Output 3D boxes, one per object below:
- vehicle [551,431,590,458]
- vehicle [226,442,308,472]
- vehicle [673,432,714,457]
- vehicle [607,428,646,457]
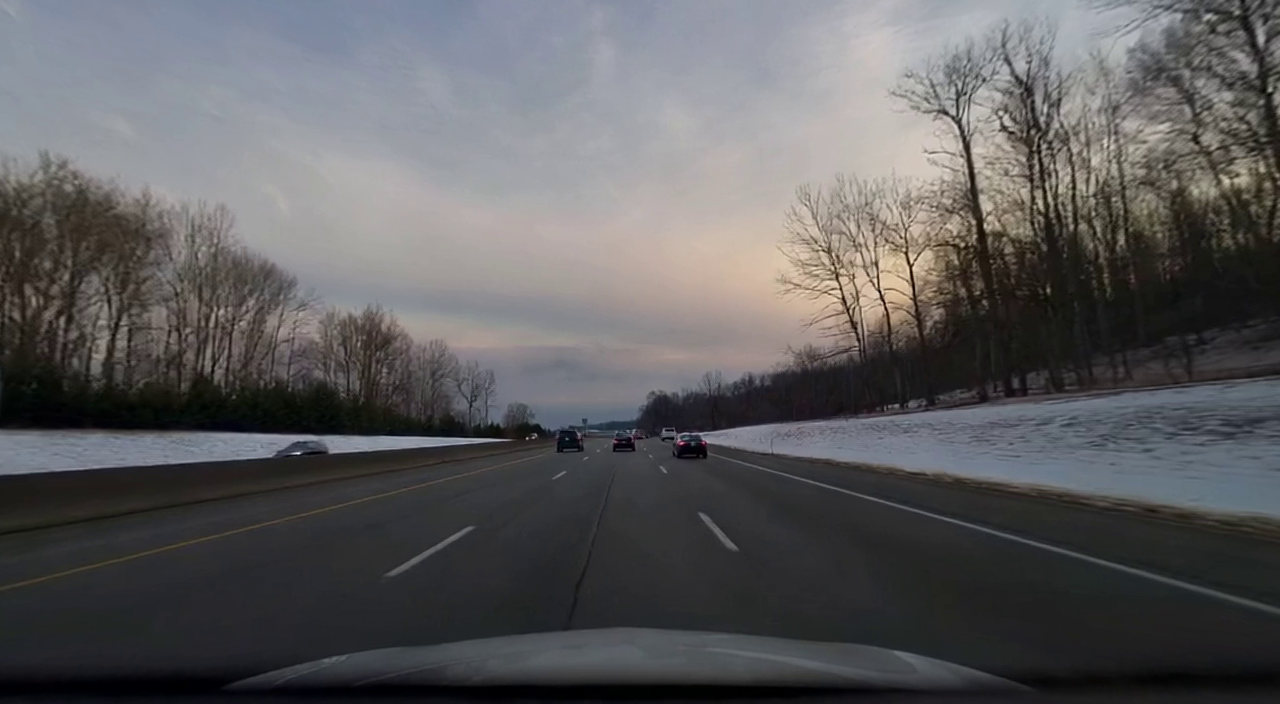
[{"bbox_3d":[-4.230,5.662,38.732,2.041,1.546,4.080,0,-8,-1],"label":"vehicle"},{"bbox_3d":[-21.281,5.982,36.129,1.869,1.532,4.584,0,-8,0],"label":"vehicle"},{"bbox_3d":[3.284,5.753,39.368,2.056,1.479,4.660,0,-8,-1],"label":"vehicle"},{"bbox_3d":[-0.809,5.439,37.908,2.182,1.680,4.253,0,-8,-1],"label":"vehicle"}]
